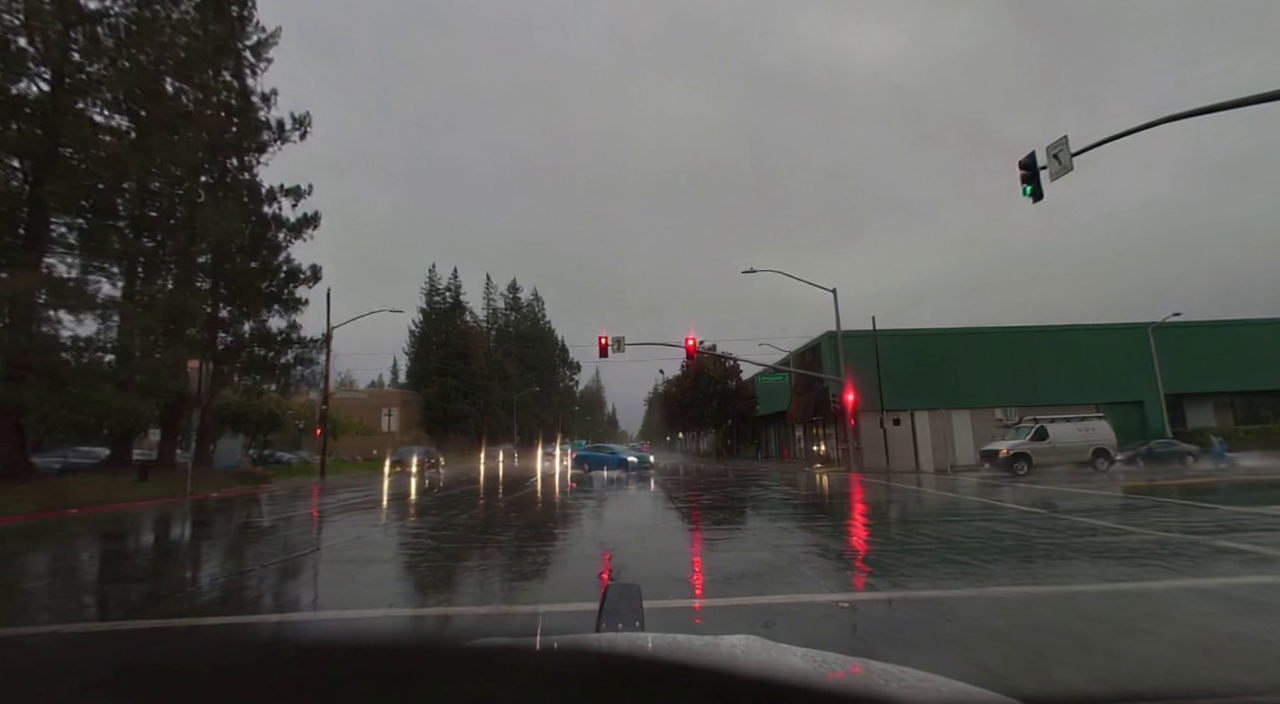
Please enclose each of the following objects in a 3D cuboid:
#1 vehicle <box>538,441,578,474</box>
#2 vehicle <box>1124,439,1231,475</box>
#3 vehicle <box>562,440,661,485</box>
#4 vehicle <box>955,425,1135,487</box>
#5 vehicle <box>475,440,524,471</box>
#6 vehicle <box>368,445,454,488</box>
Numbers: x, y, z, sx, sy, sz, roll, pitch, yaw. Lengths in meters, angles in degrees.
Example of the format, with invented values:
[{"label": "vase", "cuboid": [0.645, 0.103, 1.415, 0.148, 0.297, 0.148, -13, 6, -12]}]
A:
[{"label": "vehicle", "cuboid": [-4.404, 5.680, 34.373, 1.975, 1.642, 4.846, 1, -9, -6]}, {"label": "vehicle", "cuboid": [26.600, 5.162, 31.285, 4.537, 1.665, 2.049, 3, -9, -22]}, {"label": "vehicle", "cuboid": [-1.194, 4.076, 23.634, 1.935, 1.464, 4.562, 4, -10, -27]}, {"label": "vehicle", "cuboid": [14.813, 3.778, 23.134, 5.910, 2.046, 2.228, 3, -9, -20]}, {"label": "vehicle", "cuboid": [-8.540, 6.326, 38.775, 2.087, 1.718, 4.700, 0, -9, -2]}, {"label": "vehicle", "cuboid": [-8.459, 4.236, 23.769, 1.779, 1.460, 4.463, 0, -9, -4]}]
